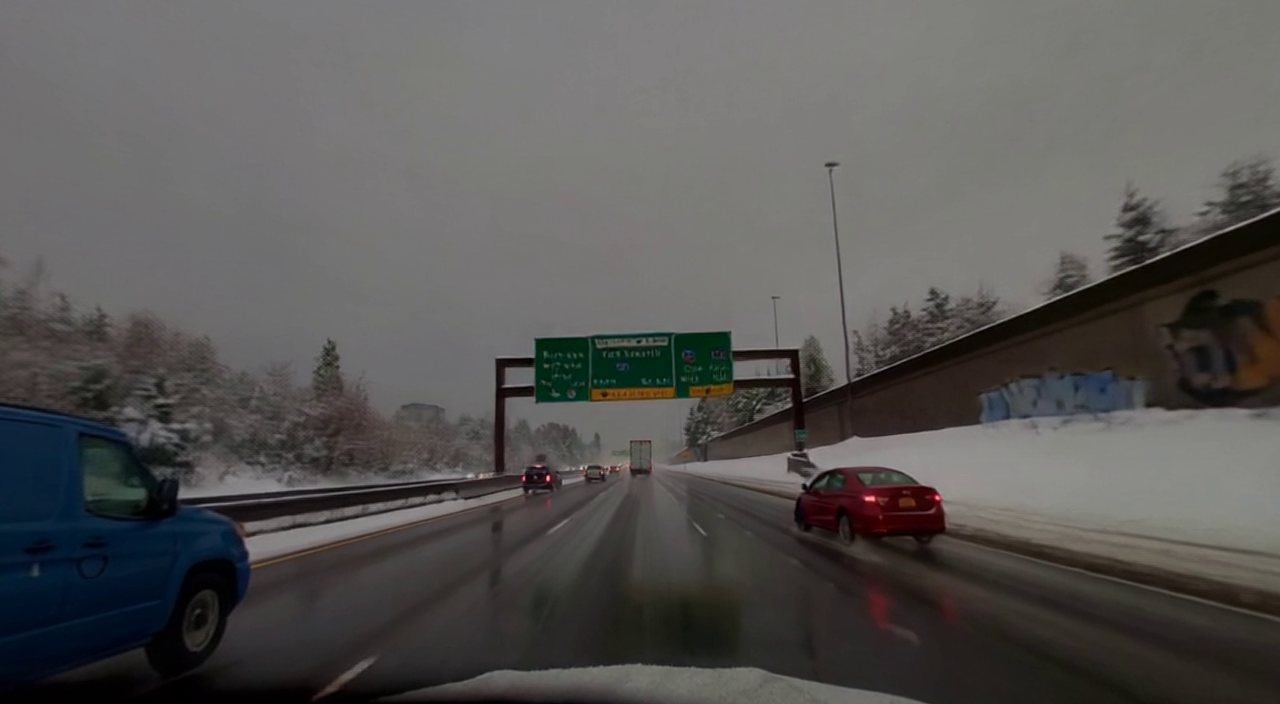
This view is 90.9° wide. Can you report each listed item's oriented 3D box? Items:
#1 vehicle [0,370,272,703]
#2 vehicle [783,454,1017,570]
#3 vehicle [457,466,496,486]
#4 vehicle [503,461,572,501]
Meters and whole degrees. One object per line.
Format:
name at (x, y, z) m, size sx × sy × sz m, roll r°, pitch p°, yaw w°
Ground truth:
vehicle at (-3.416, 0.765, 1.771) m, size 2.004 × 1.610 × 4.508 m, roll 1°, pitch -10°, yaw 0°
vehicle at (3.825, 2.446, 10.242) m, size 1.917 × 1.458 × 4.199 m, roll 1°, pitch -10°, yaw -2°
vehicle at (-12.715, 9.657, 49.270) m, size 1.873 × 1.475 × 4.620 m, roll 1°, pitch -10°, yaw -1°
vehicle at (-4.034, 5.194, 25.531) m, size 2.054 × 1.443 × 4.131 m, roll 1°, pitch -10°, yaw 0°
